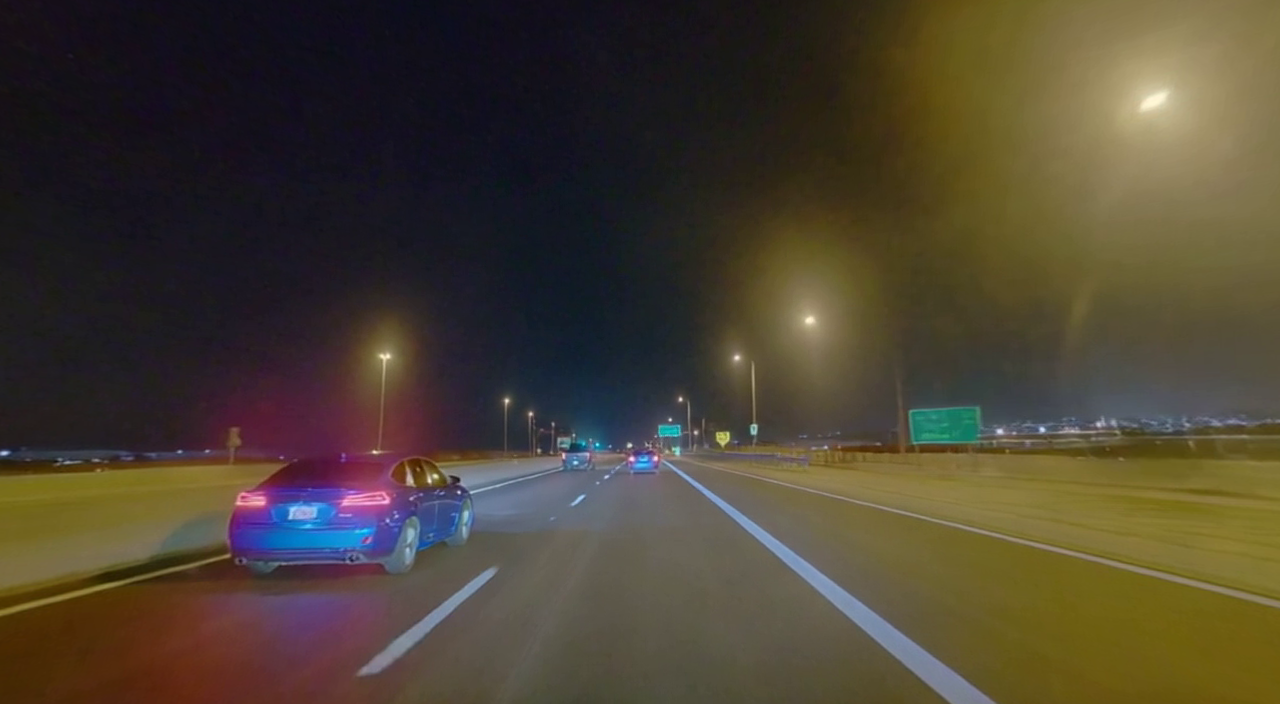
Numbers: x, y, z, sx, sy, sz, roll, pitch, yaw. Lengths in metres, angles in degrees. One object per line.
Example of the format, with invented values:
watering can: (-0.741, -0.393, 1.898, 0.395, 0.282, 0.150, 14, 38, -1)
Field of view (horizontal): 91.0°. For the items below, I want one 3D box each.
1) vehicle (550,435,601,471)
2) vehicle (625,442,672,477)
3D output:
vehicle: (-3.586, 5.767, 36.081, 2.264, 1.901, 4.647, 0, -9, 2)
vehicle: (0.426, 5.160, 30.523, 2.086, 1.548, 4.325, 0, -9, 1)
